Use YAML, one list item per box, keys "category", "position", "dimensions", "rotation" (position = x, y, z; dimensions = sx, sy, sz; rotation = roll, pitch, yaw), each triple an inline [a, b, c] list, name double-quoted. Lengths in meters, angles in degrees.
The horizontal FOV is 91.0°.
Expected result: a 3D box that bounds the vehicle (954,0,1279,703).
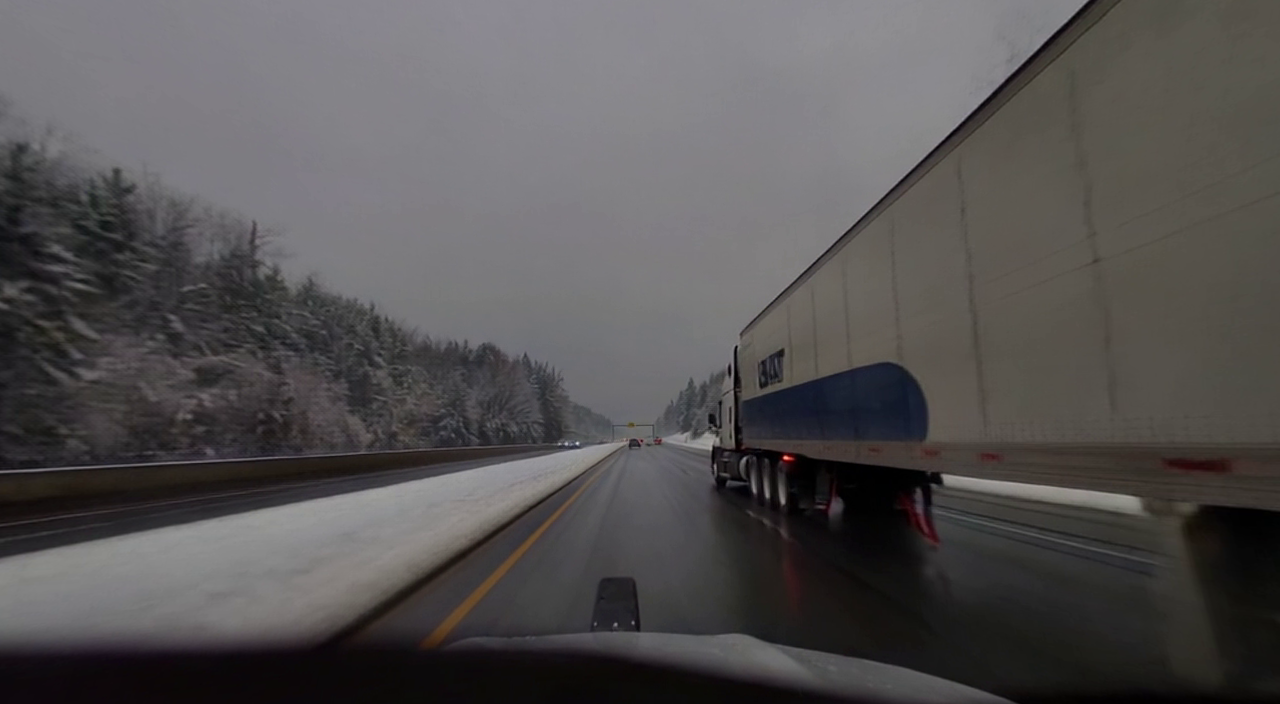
- category: "vehicle"
  position: [4.018, -0.587, 0.477]
  dimensions: [3.006, 3.850, 8.310]
  rotation: [0, -8, -1]
